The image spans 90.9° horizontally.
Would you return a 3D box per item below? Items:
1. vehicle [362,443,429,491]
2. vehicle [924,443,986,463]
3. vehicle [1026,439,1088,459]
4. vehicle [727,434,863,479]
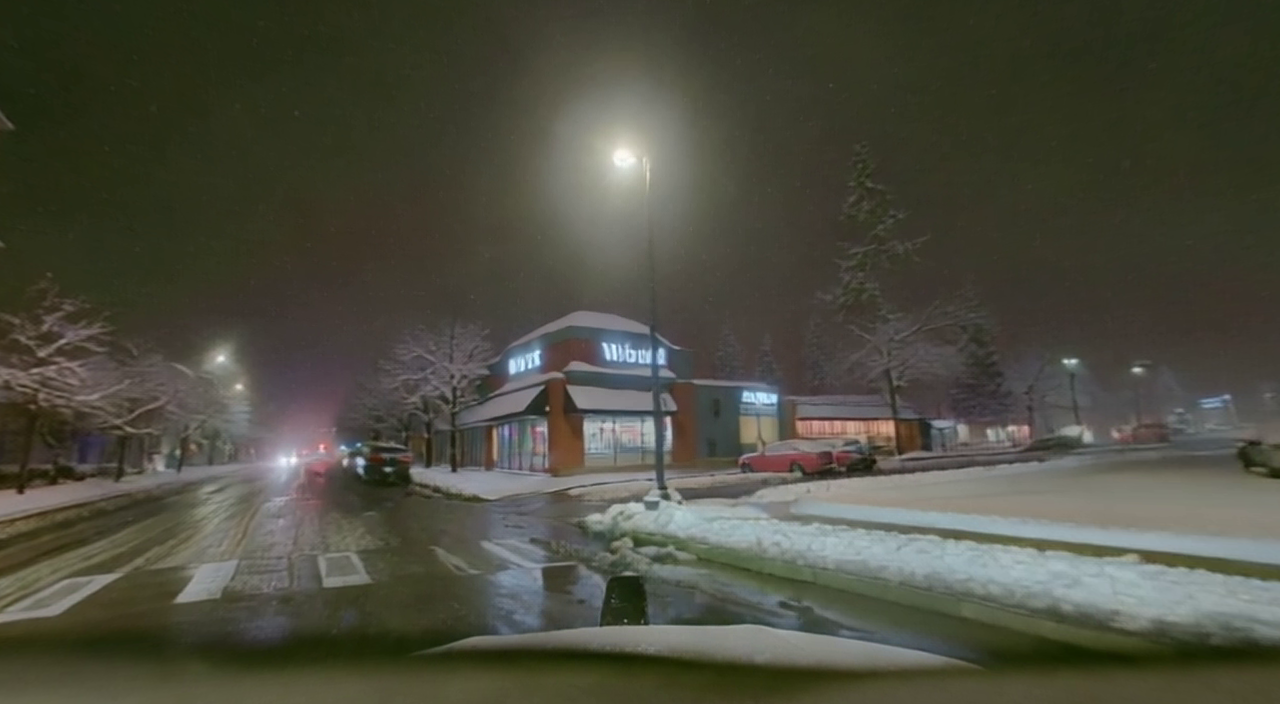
[{"bbox_3d":[-11.491,5.257,29.425,2.150,2.013,4.748,5,-10,-29],"label":"vehicle"},{"bbox_3d":[22.590,7.286,45.308,1.557,1.372,3.538,5,-11,-34],"label":"vehicle"},{"bbox_3d":[32.501,7.586,49.256,1.866,1.486,4.145,0,-8,-4],"label":"vehicle"},{"bbox_3d":[6.017,4.069,24.827,4.814,1.618,1.869,-6,-10,36],"label":"vehicle"}]
